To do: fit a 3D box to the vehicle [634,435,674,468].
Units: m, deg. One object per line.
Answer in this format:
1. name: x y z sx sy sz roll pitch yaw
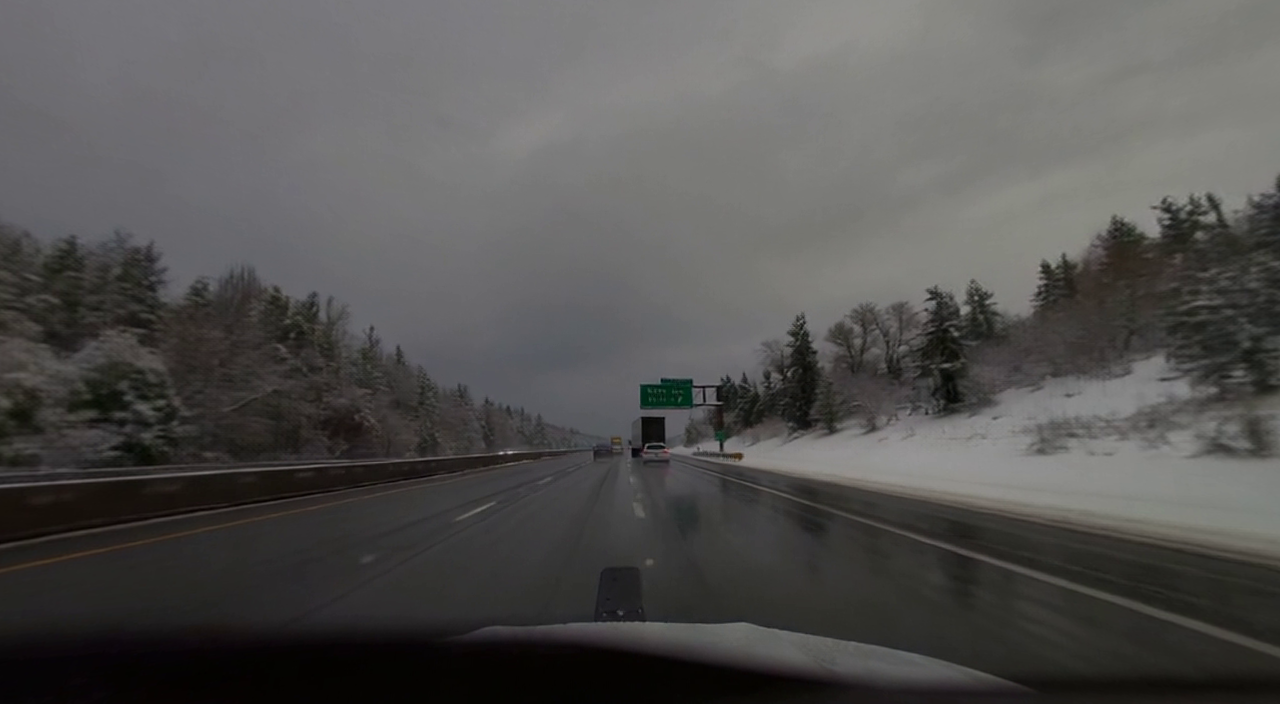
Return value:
1. vehicle: 0.792 6.227 39.554 2.139 1.925 4.312 0 -9 -4
